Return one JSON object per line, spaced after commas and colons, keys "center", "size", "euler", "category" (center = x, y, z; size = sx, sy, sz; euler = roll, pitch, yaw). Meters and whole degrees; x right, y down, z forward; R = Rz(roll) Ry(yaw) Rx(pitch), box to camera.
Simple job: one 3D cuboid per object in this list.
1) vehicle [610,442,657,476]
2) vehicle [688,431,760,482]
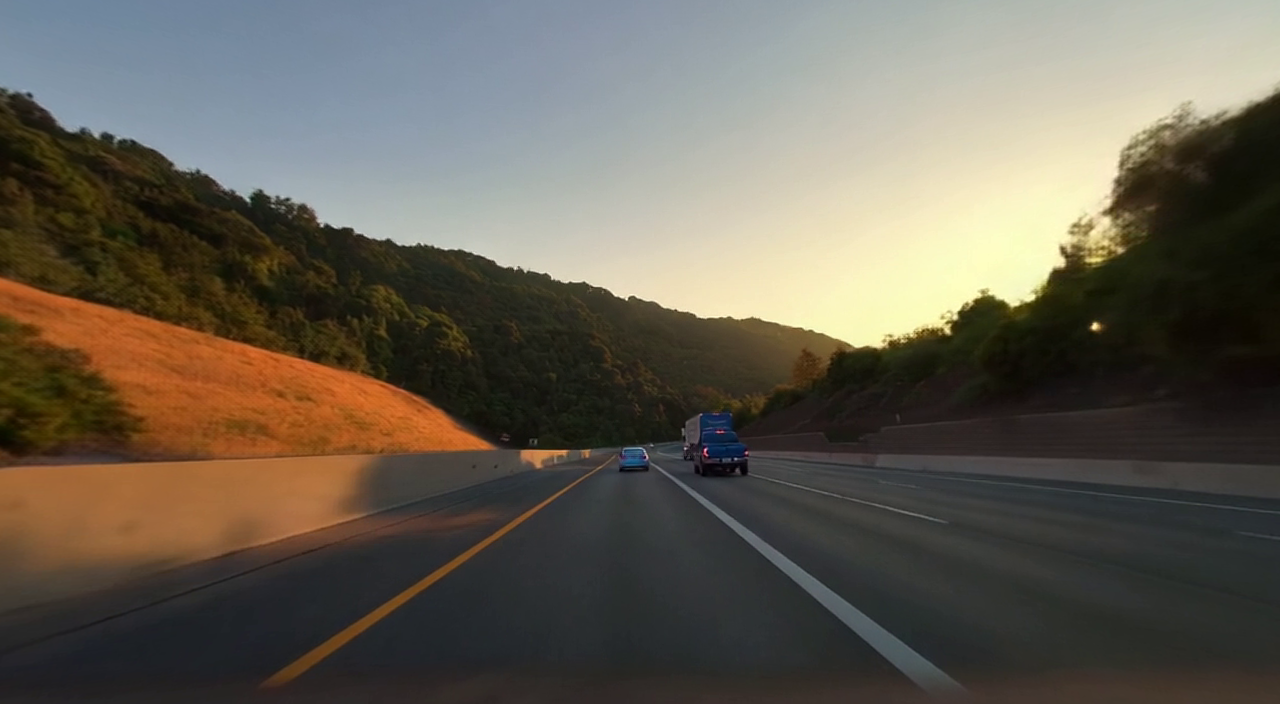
{"center": [-0.338, 5.080, 30.196], "size": [2.083, 1.477, 3.965], "euler": [0, -8, -1], "category": "vehicle"}
{"center": [3.224, 4.141, 25.287], "size": [2.098, 1.794, 4.561], "euler": [0, -8, -2], "category": "vehicle"}
